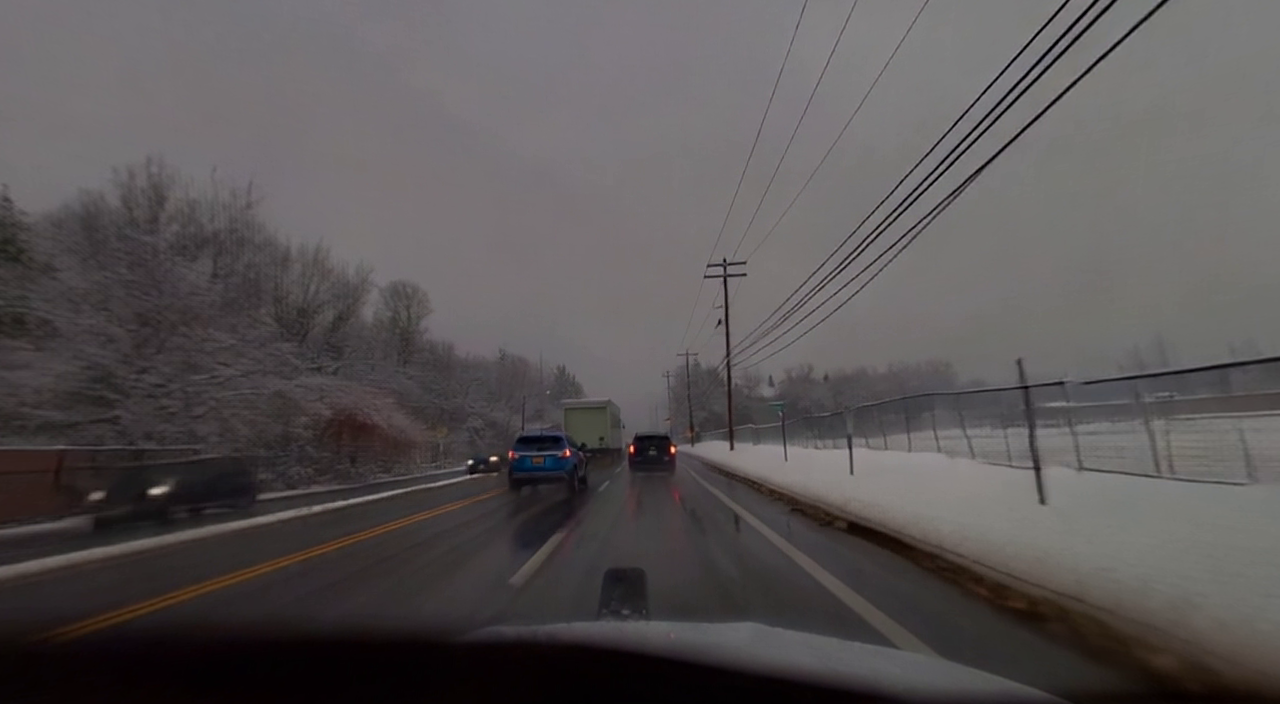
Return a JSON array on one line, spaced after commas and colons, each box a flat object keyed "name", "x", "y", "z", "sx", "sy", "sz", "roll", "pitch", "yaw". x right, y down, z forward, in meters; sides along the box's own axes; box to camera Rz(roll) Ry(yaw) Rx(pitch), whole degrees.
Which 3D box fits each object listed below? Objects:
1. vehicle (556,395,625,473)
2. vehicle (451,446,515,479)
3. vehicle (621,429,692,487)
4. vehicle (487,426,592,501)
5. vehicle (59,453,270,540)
[{"name": "vehicle", "x": -2.475, "y": 4.706, "z": 35.262, "sx": 2.928, "sy": 3.658, "sz": 10.953, "roll": 0, "pitch": -9, "yaw": 0}, {"name": "vehicle", "x": -8.036, "y": 5.672, "z": 32.718, "sx": 2.081, "sy": 1.568, "sz": 4.265, "roll": 0, "pitch": -9, "yaw": 2}, {"name": "vehicle", "x": 0.524, "y": 3.554, "z": 21.325, "sx": 2.174, "sy": 1.749, "sz": 4.113, "roll": 0, "pitch": -9, "yaw": 1}, {"name": "vehicle", "x": -2.670, "y": 3.112, "z": 17.936, "sx": 2.093, "sy": 1.832, "sz": 4.508, "roll": 0, "pitch": -9, "yaw": 2}, {"name": "vehicle", "x": -11.832, "y": 3.547, "z": 16.184, "sx": 1.959, "sy": 1.691, "sz": 4.479, "roll": -5, "pitch": -9, "yaw": 0}]
